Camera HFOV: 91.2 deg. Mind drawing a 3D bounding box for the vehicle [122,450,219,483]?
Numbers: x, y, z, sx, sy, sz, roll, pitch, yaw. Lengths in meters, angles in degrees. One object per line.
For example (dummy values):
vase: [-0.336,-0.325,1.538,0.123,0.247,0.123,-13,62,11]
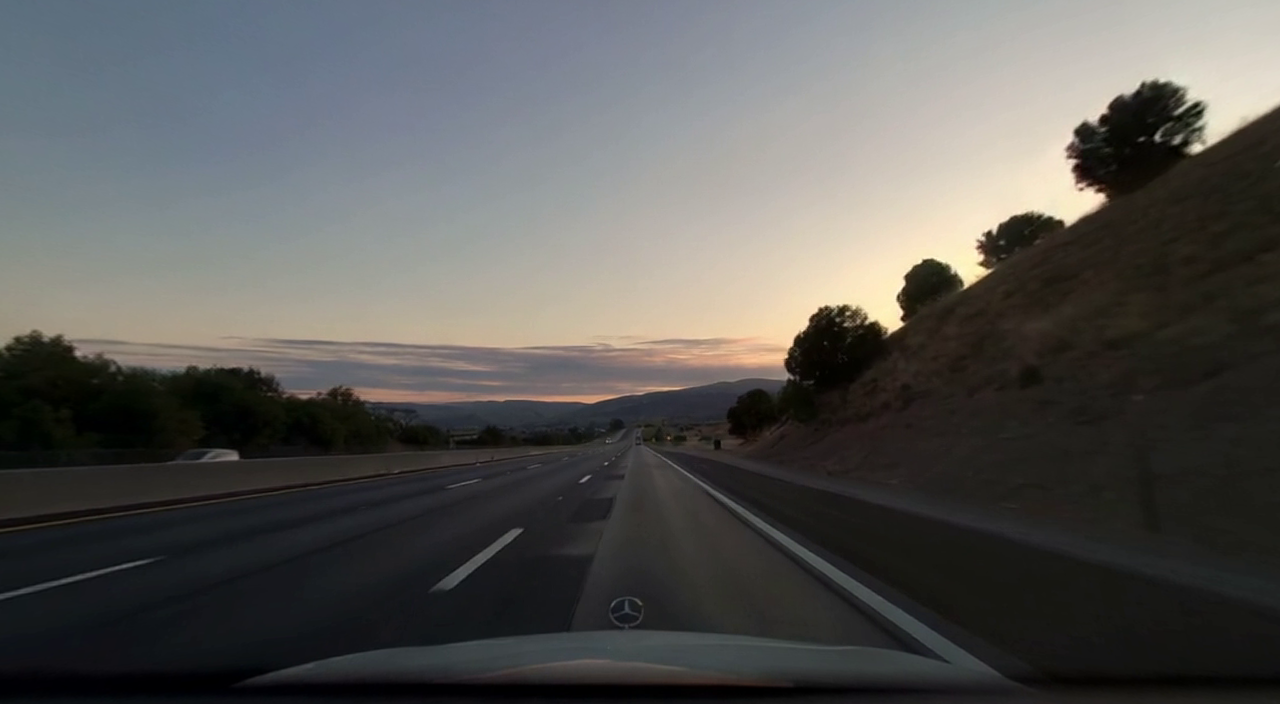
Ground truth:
vehicle: [-23.877,5.817,32.102,1.797,1.517,4.021,0,-8,0]
